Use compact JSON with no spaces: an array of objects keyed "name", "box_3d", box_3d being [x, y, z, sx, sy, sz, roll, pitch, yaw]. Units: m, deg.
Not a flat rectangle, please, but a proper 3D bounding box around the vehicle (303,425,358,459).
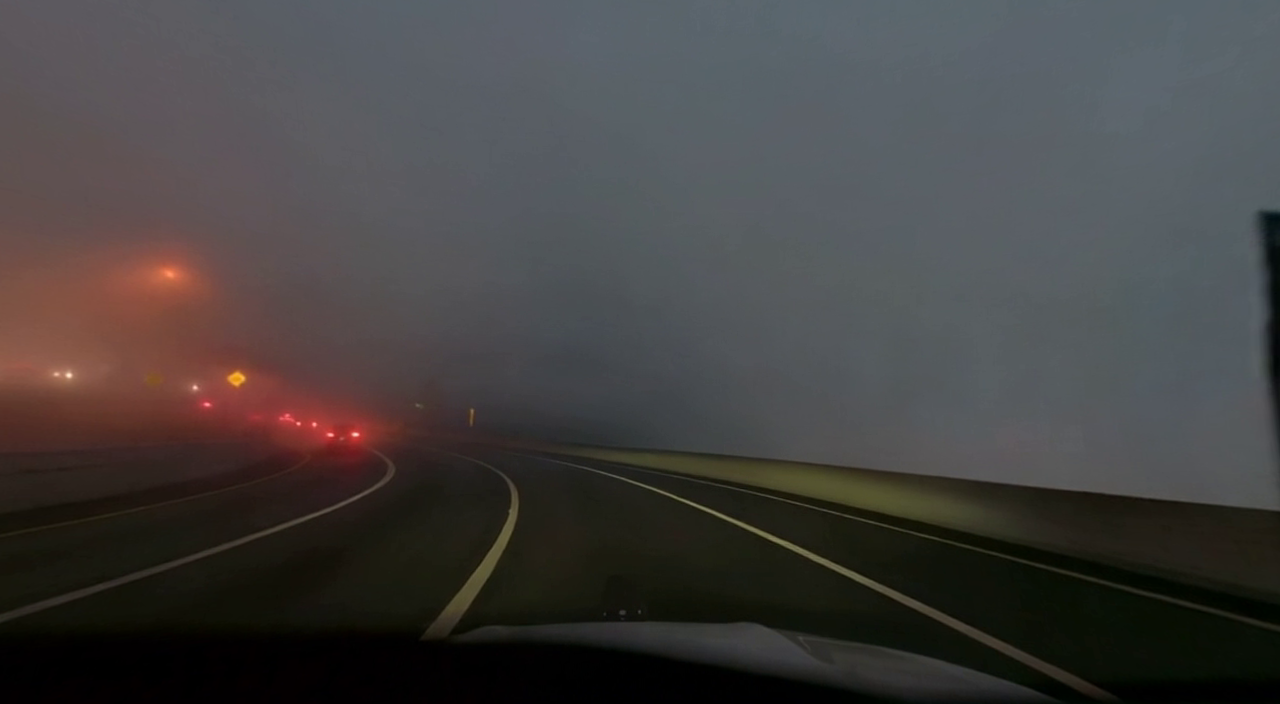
[{"name":"vehicle","box_3d":[-15.714,4.557,31.814,2.234,1.588,4.484,5,-10,-27]}]
